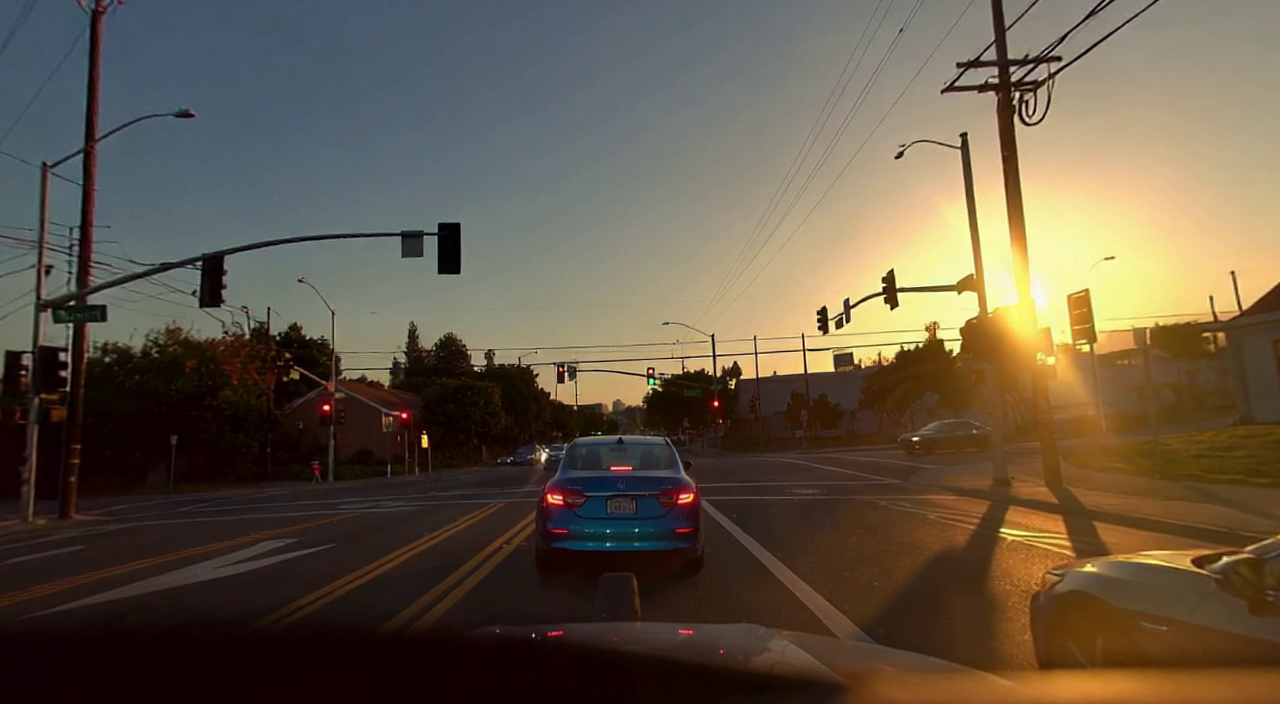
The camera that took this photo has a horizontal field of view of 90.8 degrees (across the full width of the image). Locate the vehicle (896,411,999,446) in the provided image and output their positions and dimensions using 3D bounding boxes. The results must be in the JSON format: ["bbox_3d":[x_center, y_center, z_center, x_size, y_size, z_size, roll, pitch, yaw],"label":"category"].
[{"bbox_3d":[16.463,4.134,33.952,4.431,1.555,1.886,-4,-9,2],"label":"vehicle"}]

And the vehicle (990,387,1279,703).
[{"bbox_3d":[2.931,0.826,1.703,1.860,1.494,3.707,0,-8,1],"label":"vehicle"}]

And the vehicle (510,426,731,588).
[{"bbox_3d":[-0.218,1.760,8.054,2.061,1.485,4.196,0,-8,-1],"label":"vehicle"}]
